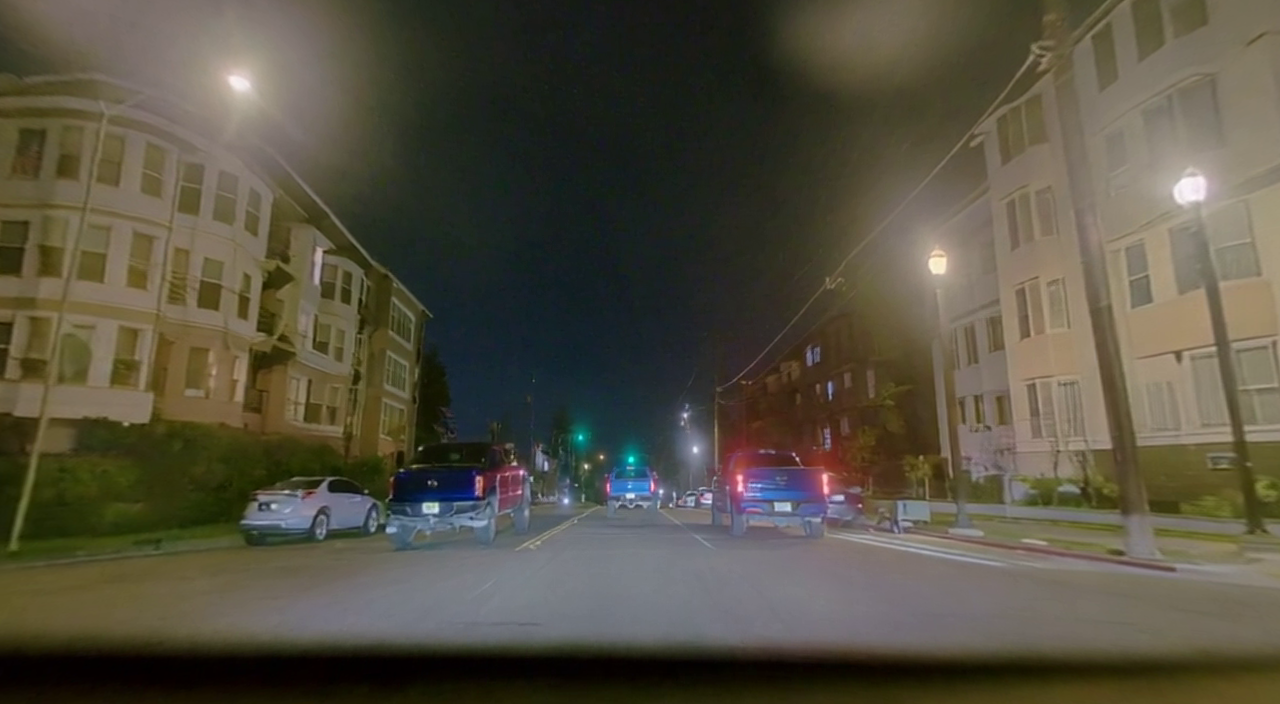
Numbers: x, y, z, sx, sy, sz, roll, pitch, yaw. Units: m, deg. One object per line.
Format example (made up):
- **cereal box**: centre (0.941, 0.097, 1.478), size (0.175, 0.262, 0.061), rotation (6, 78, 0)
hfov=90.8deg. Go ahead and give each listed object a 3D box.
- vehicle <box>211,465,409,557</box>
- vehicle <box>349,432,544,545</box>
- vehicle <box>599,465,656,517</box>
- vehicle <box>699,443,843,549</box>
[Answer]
- **vehicle**: centre (-6.665, 3.207, 13.429), size (1.881, 1.464, 4.379), rotation (0, -8, -1)
- **vehicle**: centre (-3.682, 2.848, 13.610), size (2.330, 1.859, 6.068), rotation (0, -11, -1)
- **vehicle**: centre (-0.472, 6.199, 27.826), size (2.308, 1.940, 4.125), rotation (-1, -16, 1)
- **vehicle**: centre (2.634, 3.002, 14.046), size (2.027, 1.907, 4.736), rotation (0, -8, -2)
